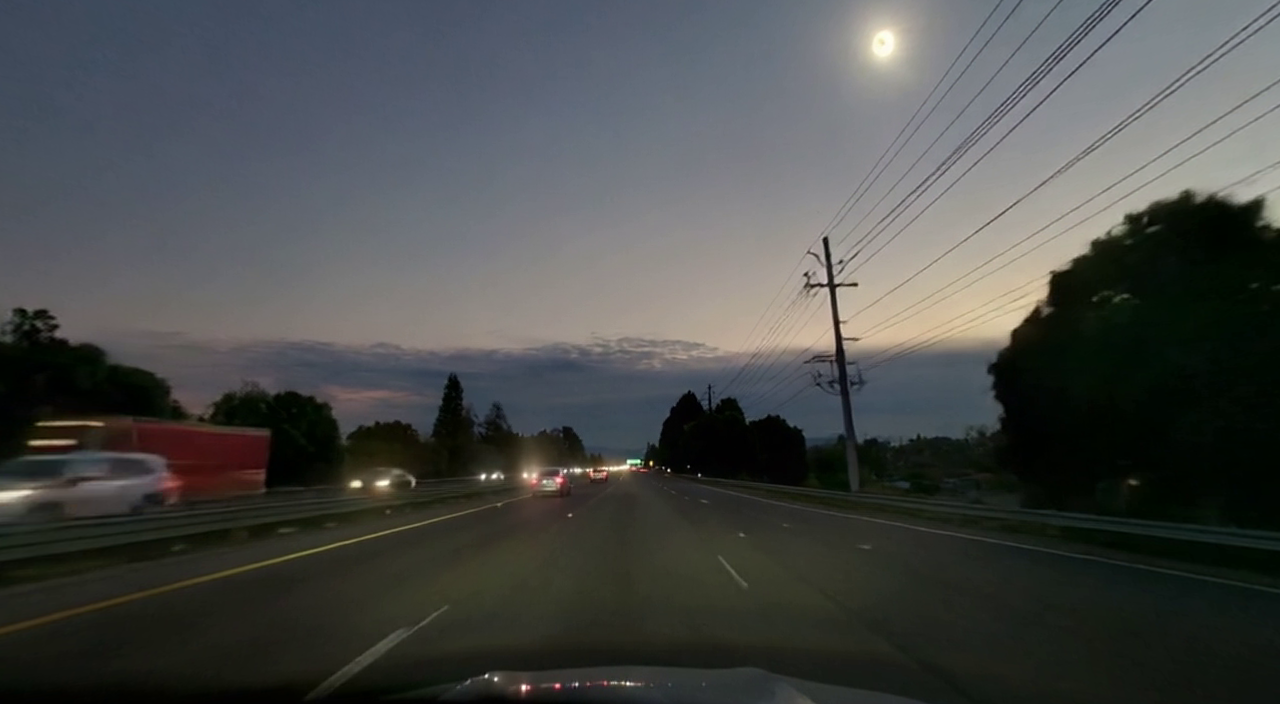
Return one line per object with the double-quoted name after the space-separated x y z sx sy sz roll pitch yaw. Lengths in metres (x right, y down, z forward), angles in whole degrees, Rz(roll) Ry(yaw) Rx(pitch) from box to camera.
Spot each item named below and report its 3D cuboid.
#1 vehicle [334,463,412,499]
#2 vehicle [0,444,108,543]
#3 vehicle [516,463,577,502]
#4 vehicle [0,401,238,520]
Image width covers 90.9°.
-12.178 5.911 28.971 1.881 1.497 3.811 1 -11 0 "vehicle"
-12.717 2.528 11.263 1.995 1.788 4.925 1 -11 0 "vehicle"
-3.933 5.591 27.237 1.963 1.501 4.227 1 -11 0 "vehicle"
-17.512 3.664 21.159 2.548 3.168 8.075 1 -11 0 "vehicle"
